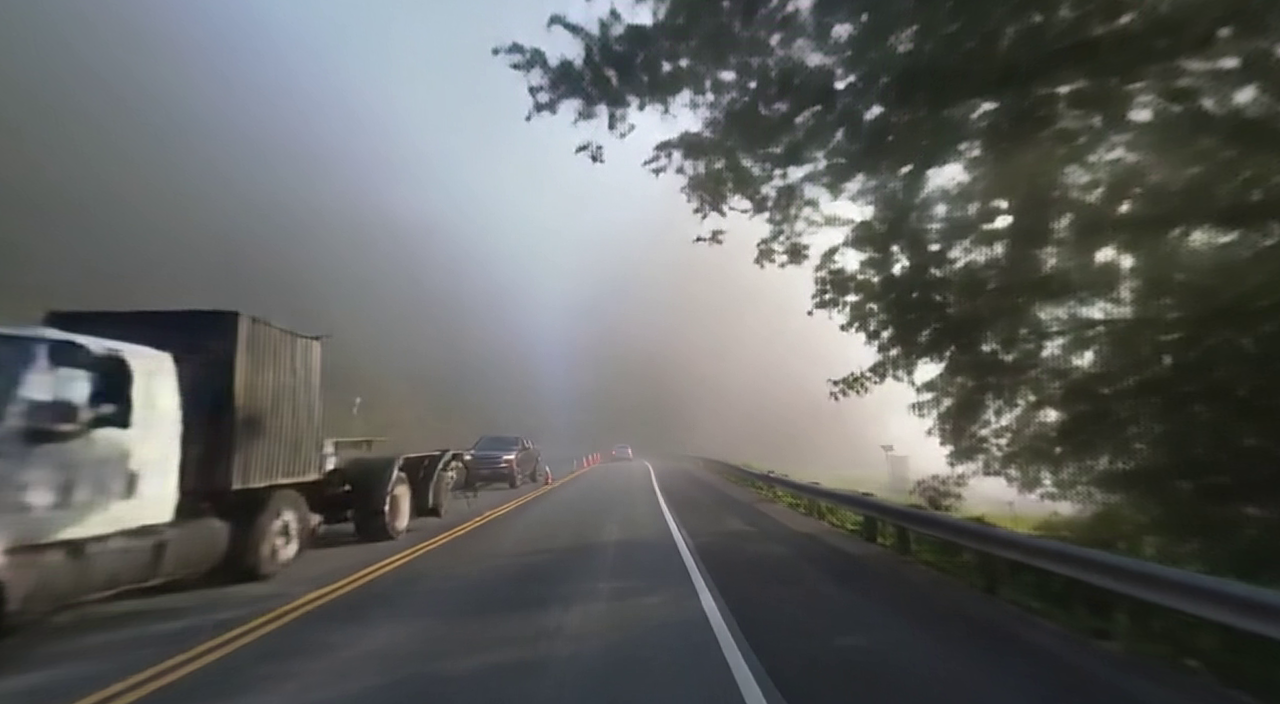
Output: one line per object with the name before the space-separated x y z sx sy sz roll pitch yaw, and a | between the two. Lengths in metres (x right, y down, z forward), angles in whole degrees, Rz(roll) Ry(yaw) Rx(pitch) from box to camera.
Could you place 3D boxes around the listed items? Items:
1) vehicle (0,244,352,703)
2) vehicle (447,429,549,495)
vehicle | -4.517 0.941 5.182 2.380 2.488 4.028 0 -8 -1
vehicle | -4.661 3.706 21.739 2.128 1.944 5.555 0 -8 1
